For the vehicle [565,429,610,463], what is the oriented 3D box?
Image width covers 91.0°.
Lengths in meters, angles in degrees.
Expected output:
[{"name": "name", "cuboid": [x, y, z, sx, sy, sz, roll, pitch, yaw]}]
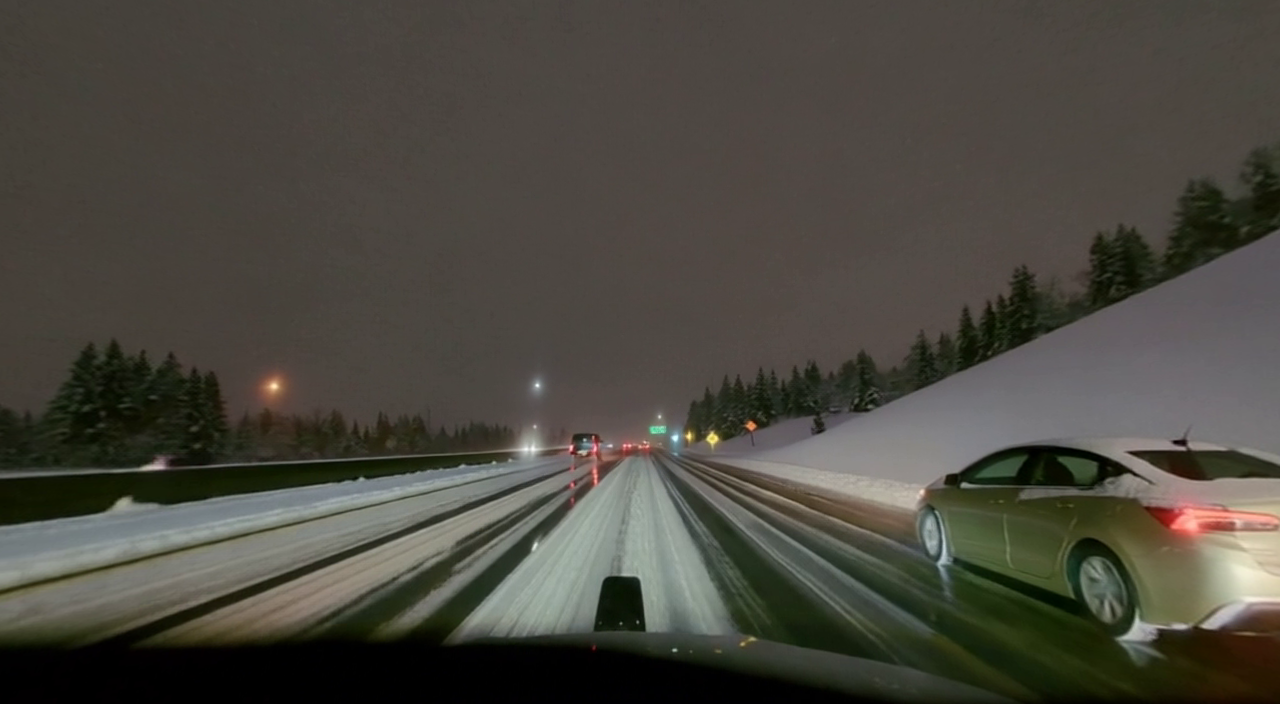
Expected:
[{"name": "vehicle", "cuboid": [-3.627, 6.683, 44.658, 2.496, 2.203, 6.317, 0, -9, 1]}]

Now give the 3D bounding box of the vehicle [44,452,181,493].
[{"name": "vehicle", "cuboid": [-22.007, 5.015, 26.554, 1.803, 1.508, 4.392, 0, -9, 3]}]

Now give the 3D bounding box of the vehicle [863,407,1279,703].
[{"name": "vehicle", "cuboid": [3.889, 1.423, 5.613, 2.047, 1.532, 4.884, 0, -9, 0]}]
